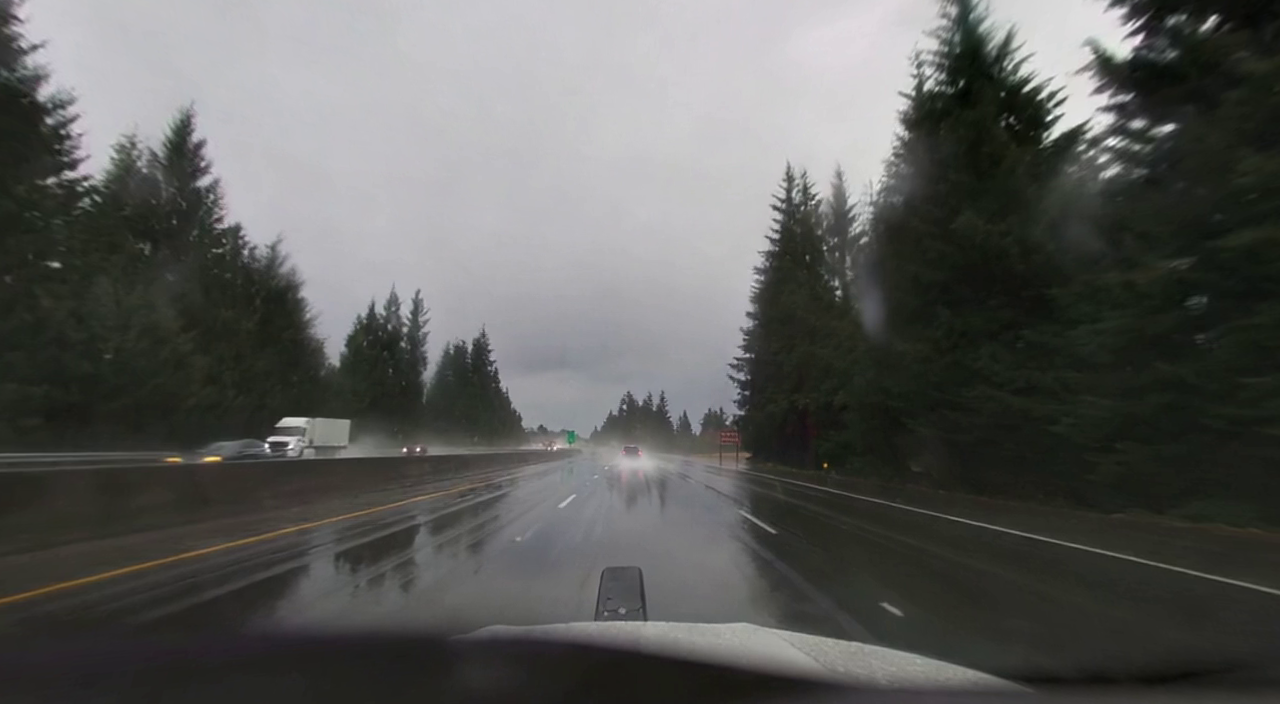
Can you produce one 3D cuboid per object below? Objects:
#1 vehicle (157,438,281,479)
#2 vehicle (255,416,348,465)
[{"bbox_3d":[-16.527,4.196,25.067,1.968,1.437,4.268,0,-9,0],"label":"vehicle"},{"bbox_3d":[-24.788,6.581,46.706,2.659,3.306,7.765,1,-9,-2],"label":"vehicle"}]
